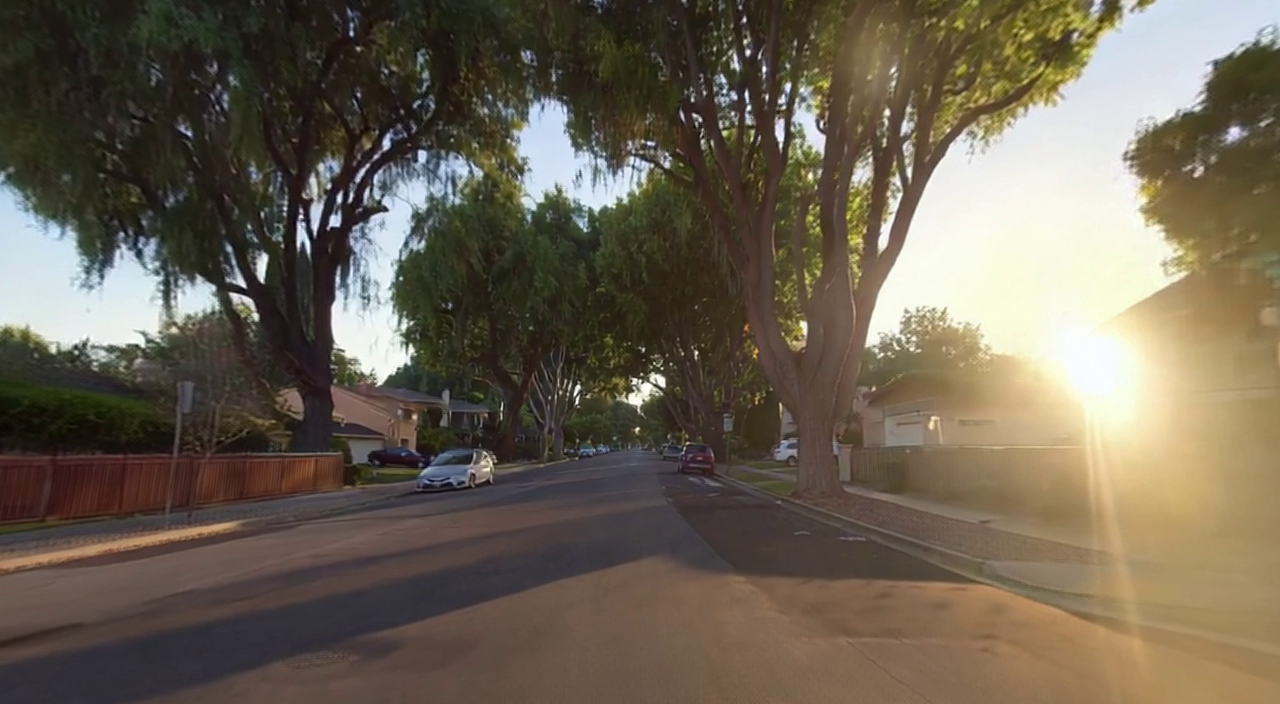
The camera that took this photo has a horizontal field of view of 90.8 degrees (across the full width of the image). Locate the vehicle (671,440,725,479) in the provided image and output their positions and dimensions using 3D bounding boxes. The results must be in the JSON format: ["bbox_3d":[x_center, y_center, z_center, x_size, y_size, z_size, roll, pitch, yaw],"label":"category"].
[{"bbox_3d":[2.952,5.651,33.475,2.241,1.875,5.059,0,-8,-2],"label":"vehicle"}]

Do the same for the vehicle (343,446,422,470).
[{"bbox_3d":[-16.487,6.818,40.583,4.276,1.463,1.832,-1,-9,6],"label":"vehicle"}]

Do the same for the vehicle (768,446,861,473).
[{"bbox_3d":[10.131,6.274,37.075,5.041,1.486,1.969,-1,-9,9],"label":"vehicle"}]

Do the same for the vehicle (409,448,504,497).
[{"bbox_3d":[-6.559,4.315,23.094,2.099,1.399,4.357,-4,-8,1],"label":"vehicle"}]
